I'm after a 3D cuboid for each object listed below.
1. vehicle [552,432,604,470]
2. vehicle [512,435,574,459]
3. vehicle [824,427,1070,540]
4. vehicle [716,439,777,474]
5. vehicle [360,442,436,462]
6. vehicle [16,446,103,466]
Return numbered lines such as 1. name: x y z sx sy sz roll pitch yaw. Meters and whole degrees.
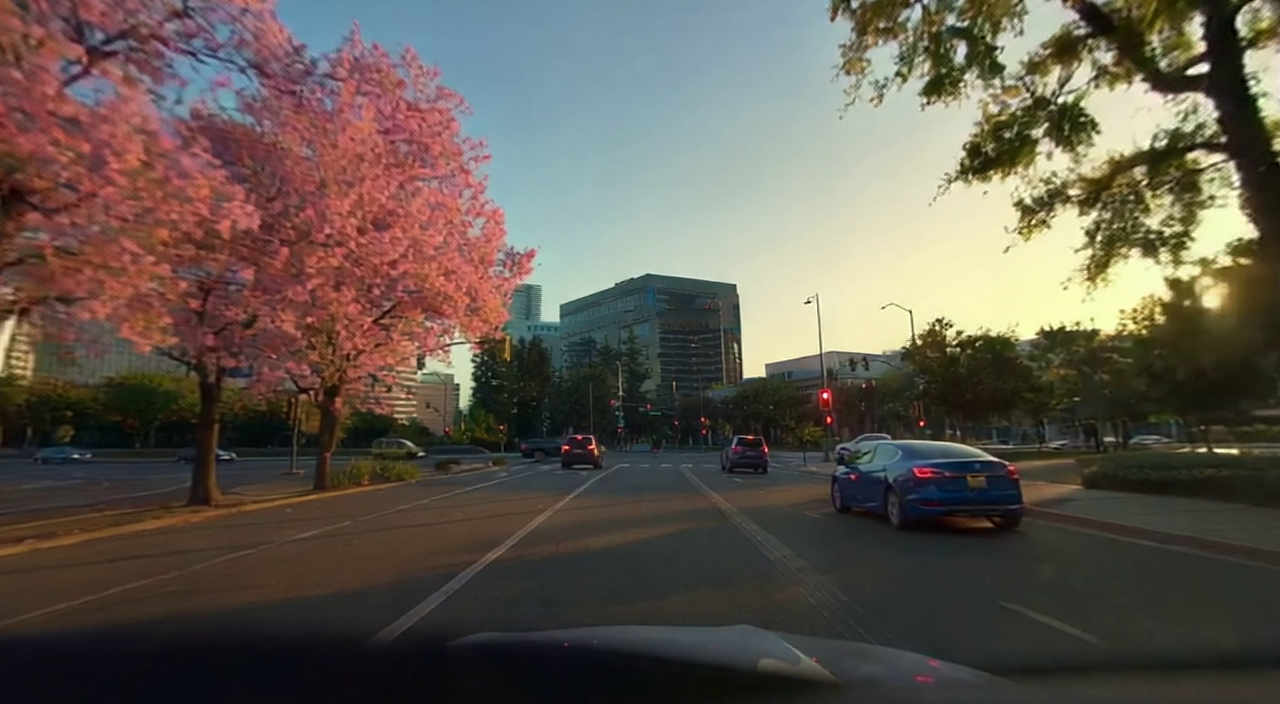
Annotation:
1. vehicle: -2.953 4.862 31.071 1.995 1.703 4.367 0 -9 2
2. vehicle: -7.602 7.480 49.900 4.567 1.810 1.880 0 -9 1
3. vehicle: 4.817 2.118 10.796 2.019 1.518 4.285 0 -9 0
4. vehicle: 4.761 4.745 28.801 2.007 1.466 4.291 0 -9 0
5. vehicle: -17.809 7.381 46.645 4.829 1.470 1.874 0 -9 0
6. vehicle: -42.908 7.694 46.774 4.526 1.452 1.920 0 -8 0
